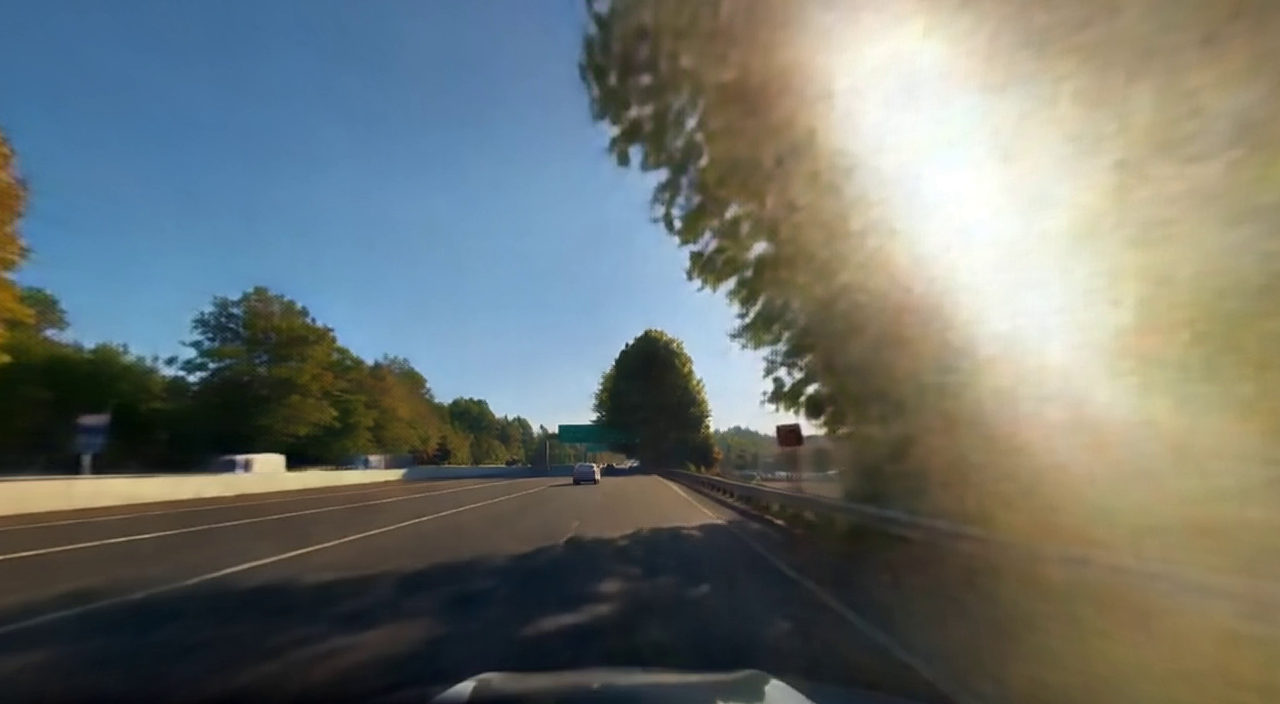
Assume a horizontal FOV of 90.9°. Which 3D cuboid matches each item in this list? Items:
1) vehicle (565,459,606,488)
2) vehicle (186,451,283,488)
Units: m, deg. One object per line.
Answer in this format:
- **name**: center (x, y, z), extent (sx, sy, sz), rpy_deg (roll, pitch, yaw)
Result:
- **vehicle**: center (-3.182, 7.230, 37.569), extent (2.092, 1.642, 3.895), rpy_deg (1, -10, 0)
- **vehicle**: center (-25.579, 7.468, 40.066), extent (2.197, 2.085, 5.778), rpy_deg (1, -11, 0)
